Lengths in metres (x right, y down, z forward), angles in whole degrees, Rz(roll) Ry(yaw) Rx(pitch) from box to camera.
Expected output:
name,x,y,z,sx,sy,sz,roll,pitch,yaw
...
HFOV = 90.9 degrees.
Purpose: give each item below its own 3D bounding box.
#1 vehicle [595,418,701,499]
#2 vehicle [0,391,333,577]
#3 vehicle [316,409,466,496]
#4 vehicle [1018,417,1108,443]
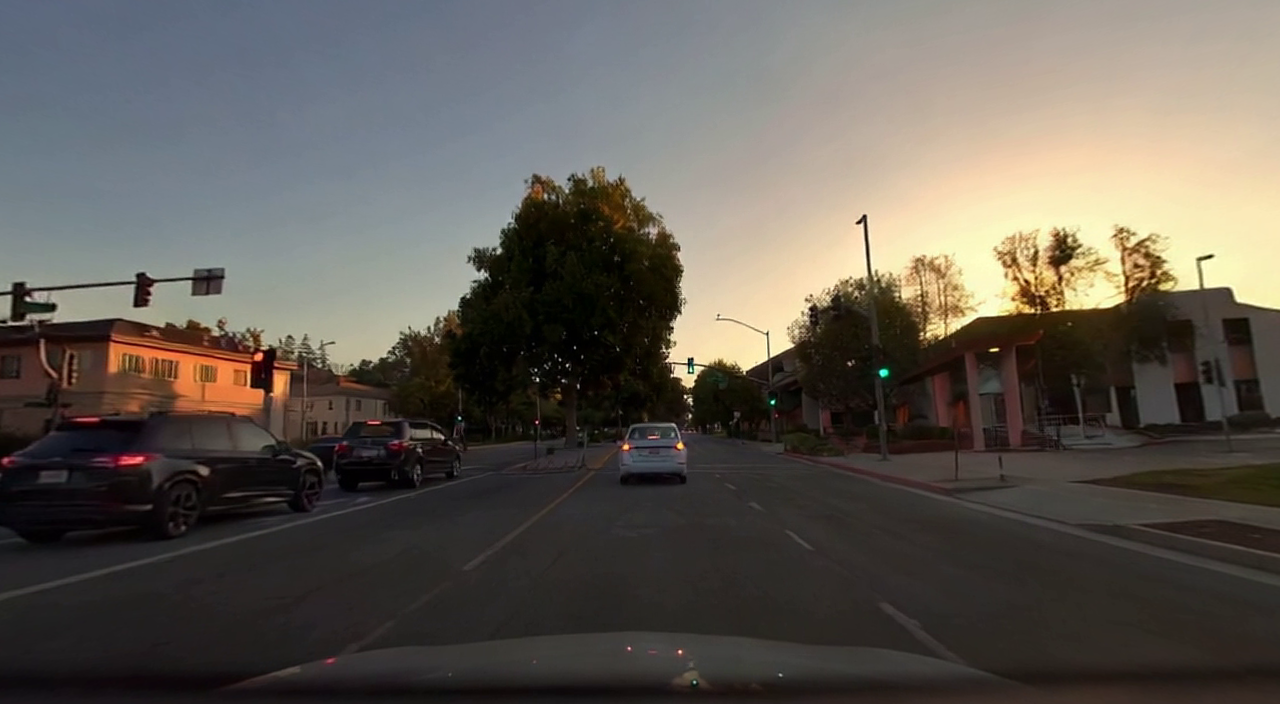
name,x,y,z,sx,sy,sz,roll,pitch,yaw
vehicle,0.221,2.495,15.049,2.197,1.682,3.642,0,-8,2
vehicle,-6.744,1.691,8.907,2.111,1.864,4.932,0,-8,3
vehicle,-6.624,2.759,17.608,2.316,2.014,5.215,0,-8,-3
vehicle,25.812,4.789,38.606,1.514,1.408,4.232,-1,-6,-28
